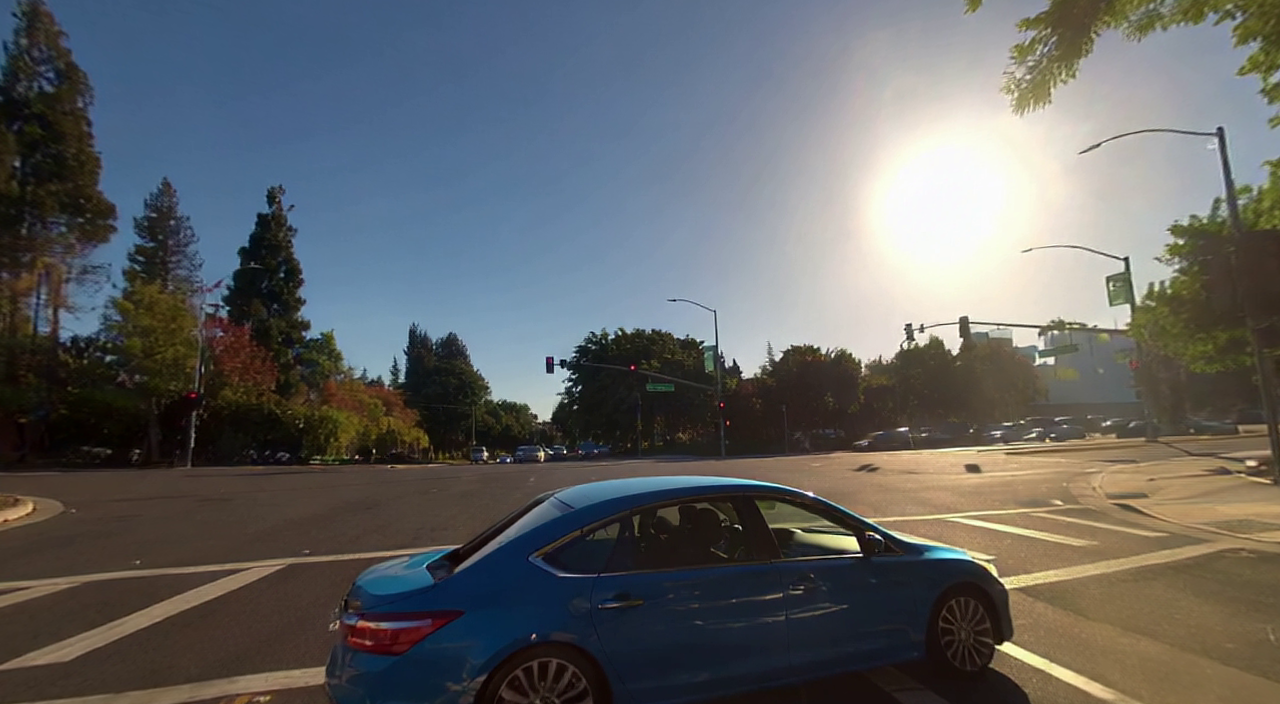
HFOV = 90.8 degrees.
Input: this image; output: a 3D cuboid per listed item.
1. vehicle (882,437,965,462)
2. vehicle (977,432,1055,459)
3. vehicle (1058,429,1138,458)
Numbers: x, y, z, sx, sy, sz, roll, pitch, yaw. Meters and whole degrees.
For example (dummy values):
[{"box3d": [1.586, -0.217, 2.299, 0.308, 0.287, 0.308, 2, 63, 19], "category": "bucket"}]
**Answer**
[{"box3d": [18.687, 6.432, 41.623, 5.234, 1.549, 1.982, 4, -9, -24], "category": "vehicle"}, {"box3d": [26.949, 6.733, 45.279, 5.032, 1.828, 2.183, 4, -9, -24], "category": "vehicle"}, {"box3d": [36.100, 7.209, 49.749, 6.148, 2.119, 2.473, 4, -10, -28], "category": "vehicle"}]
